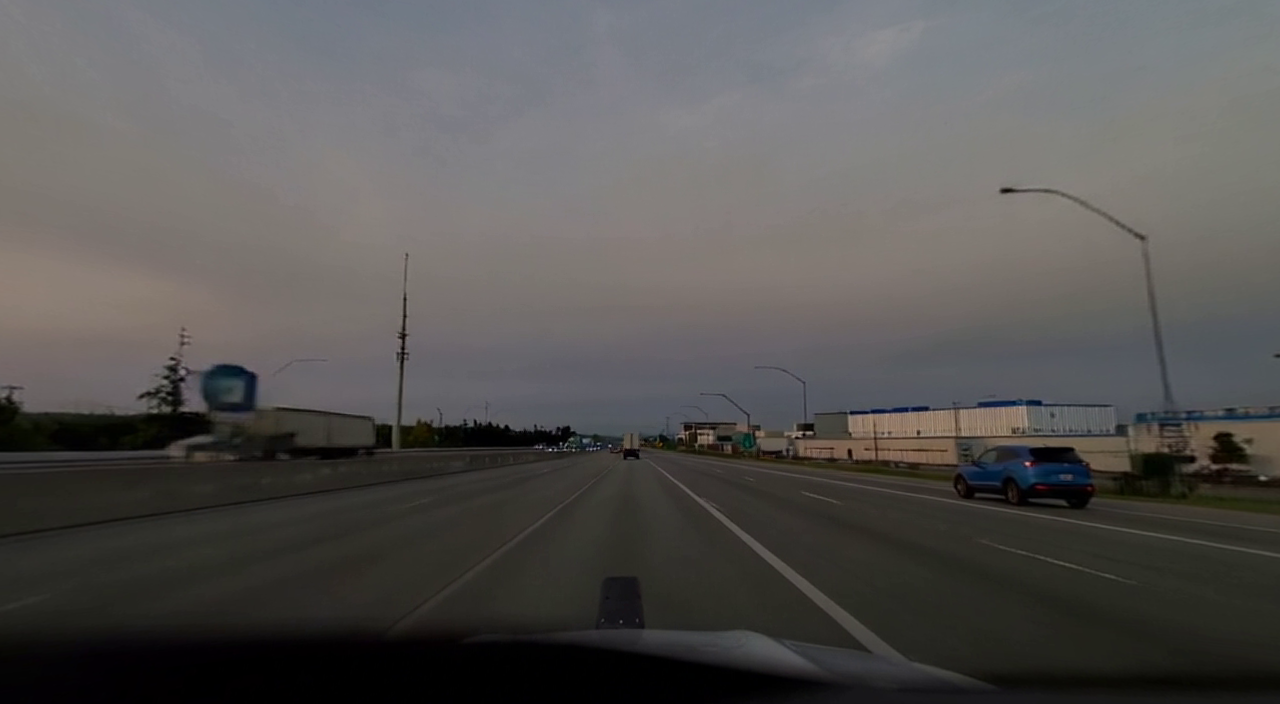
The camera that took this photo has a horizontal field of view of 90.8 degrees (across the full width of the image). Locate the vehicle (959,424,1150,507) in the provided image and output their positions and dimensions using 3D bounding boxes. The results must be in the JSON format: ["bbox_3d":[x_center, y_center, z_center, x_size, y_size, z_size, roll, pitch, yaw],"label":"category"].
[{"bbox_3d":[13.147,3.649,20.646,2.411,2.326,5.300,0,-9,-2],"label":"vehicle"}]
